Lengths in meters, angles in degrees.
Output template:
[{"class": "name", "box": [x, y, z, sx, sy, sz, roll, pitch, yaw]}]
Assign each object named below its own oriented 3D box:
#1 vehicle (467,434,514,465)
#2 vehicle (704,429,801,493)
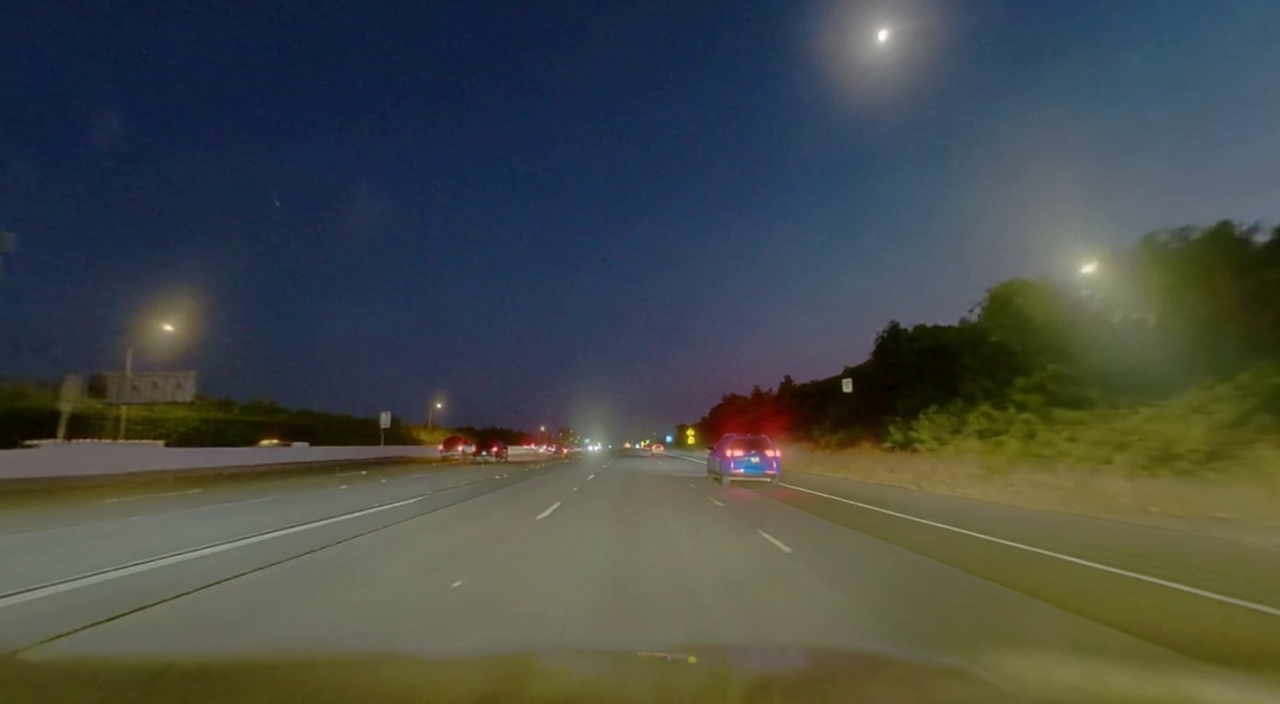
[{"class": "vehicle", "box": [-11.244, 7.383, 47.677, 2.261, 2.230, 5.435, 0, -9, 0]}, {"class": "vehicle", "box": [3.579, 3.594, 21.098, 2.184, 1.892, 4.763, 0, -8, -2]}]
